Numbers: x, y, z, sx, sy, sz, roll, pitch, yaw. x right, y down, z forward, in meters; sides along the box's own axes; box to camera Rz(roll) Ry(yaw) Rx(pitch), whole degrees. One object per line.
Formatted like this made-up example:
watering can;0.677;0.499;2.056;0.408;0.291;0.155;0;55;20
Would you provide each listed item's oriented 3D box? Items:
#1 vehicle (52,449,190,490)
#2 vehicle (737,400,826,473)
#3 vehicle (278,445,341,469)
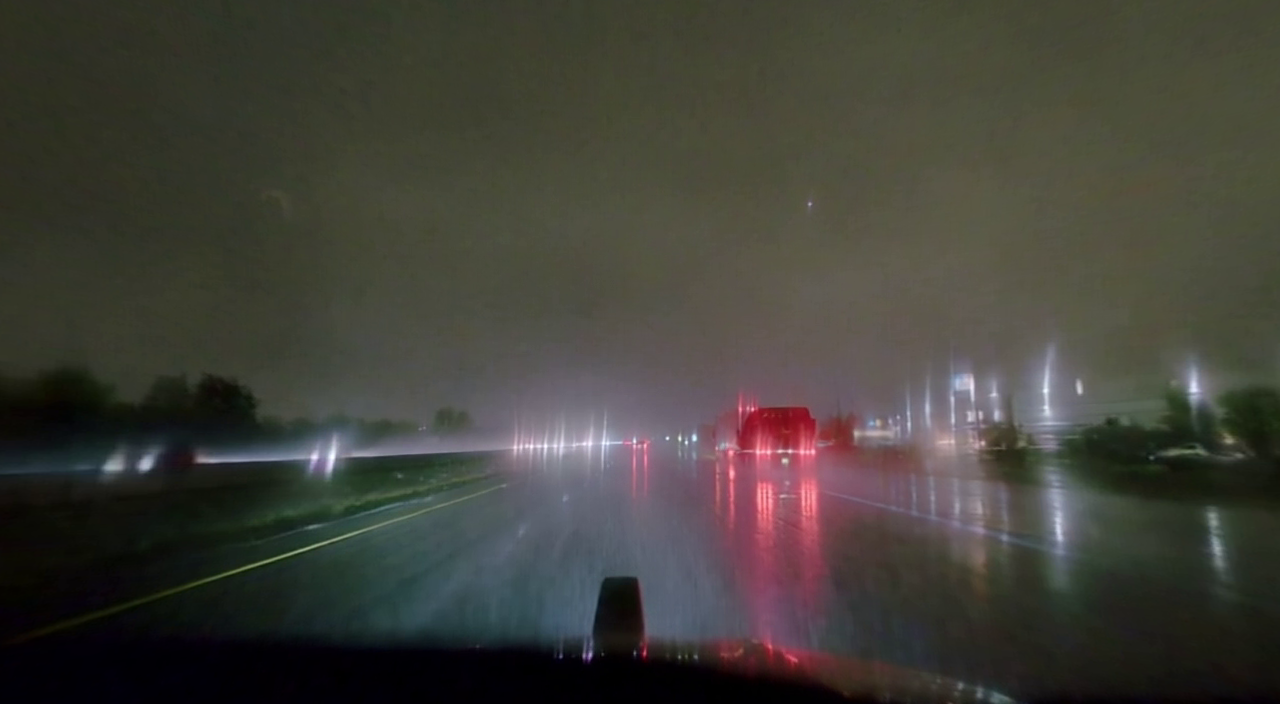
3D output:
vehicle;-21.602;4.878;26.581;1.862;1.505;4.617;0;-8;1
vehicle;6.867;4.332;31.961;2.793;3.204;7.997;0;-8;1
vehicle;-25.681;8.123;49.240;2.177;1.782;5.071;0;-8;0
